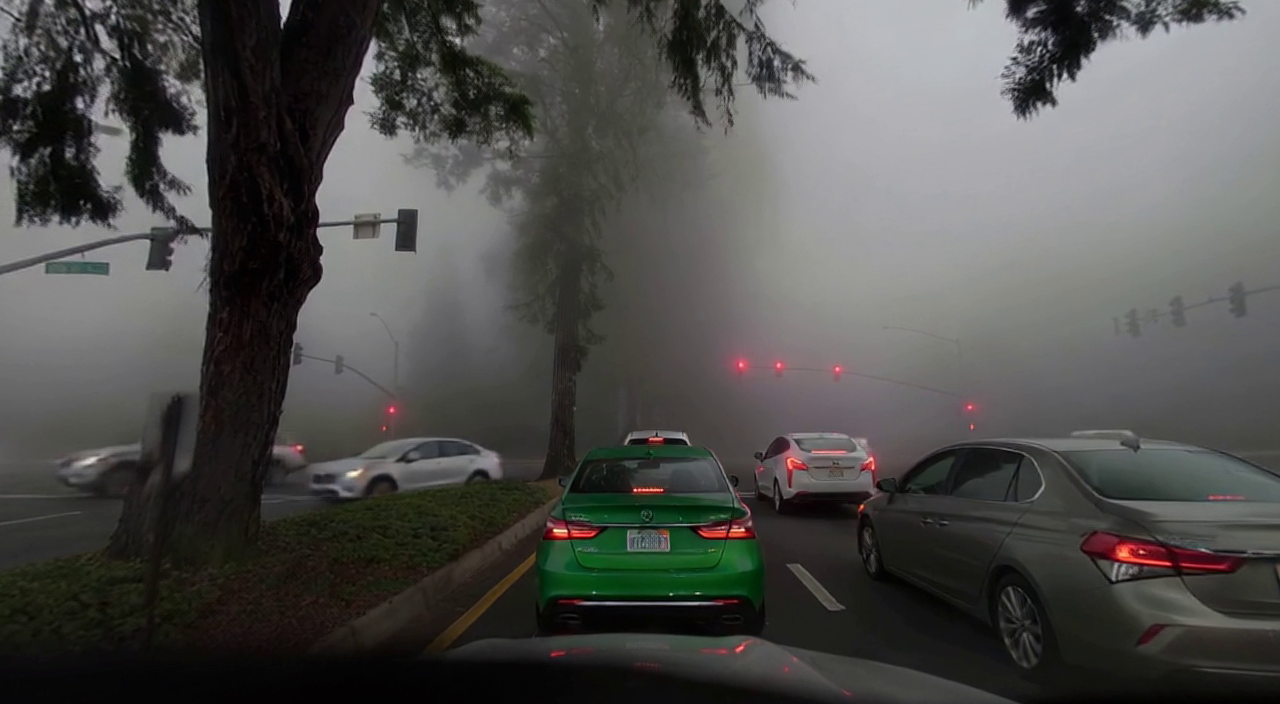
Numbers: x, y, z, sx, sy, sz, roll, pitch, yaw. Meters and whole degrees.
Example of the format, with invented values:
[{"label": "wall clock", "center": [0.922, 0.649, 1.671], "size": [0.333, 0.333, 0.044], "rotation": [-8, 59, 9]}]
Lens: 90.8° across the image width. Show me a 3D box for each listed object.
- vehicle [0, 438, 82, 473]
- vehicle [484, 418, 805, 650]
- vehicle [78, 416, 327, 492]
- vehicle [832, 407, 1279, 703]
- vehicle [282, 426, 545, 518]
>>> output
[{"label": "vehicle", "center": [-30.245, 5.013, 30.760], "size": [4.517, 1.637, 1.935], "rotation": [-1, -9, 8]}, {"label": "vehicle", "center": [0.024, 1.469, 6.158], "size": [2.026, 1.458, 4.175], "rotation": [0, -9, 0]}, {"label": "vehicle", "center": [-11.433, 2.692, 16.958], "size": [1.998, 1.709, 4.984], "rotation": [-5, -10, 33]}, {"label": "vehicle", "center": [3.092, 1.299, 4.857], "size": [1.861, 1.479, 4.371], "rotation": [0, -9, 0]}, {"label": "vehicle", "center": [-4.258, 2.314, 12.748], "size": [2.047, 1.473, 4.673], "rotation": [-5, -10, 32]}]
